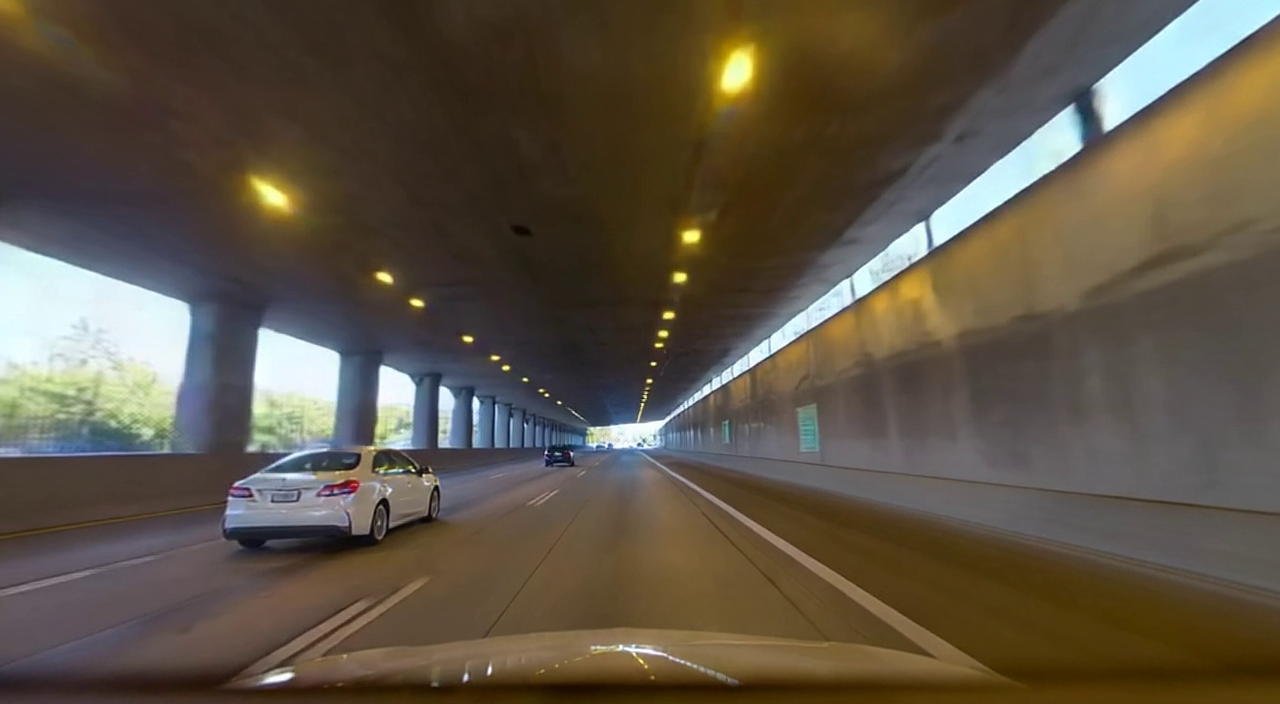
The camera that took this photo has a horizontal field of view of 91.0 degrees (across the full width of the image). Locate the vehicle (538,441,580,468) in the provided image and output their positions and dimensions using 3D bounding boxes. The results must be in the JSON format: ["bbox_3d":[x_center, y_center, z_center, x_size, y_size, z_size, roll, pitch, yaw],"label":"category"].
[{"bbox_3d":[-4.734,6.019,37.365,1.973,1.474,4.199,0,-8,-1],"label":"vehicle"}]

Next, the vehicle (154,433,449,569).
[{"bbox_3d":[-4.301,1.914,8.952,1.885,1.424,4.230,0,-8,-1],"label":"vehicle"}]
